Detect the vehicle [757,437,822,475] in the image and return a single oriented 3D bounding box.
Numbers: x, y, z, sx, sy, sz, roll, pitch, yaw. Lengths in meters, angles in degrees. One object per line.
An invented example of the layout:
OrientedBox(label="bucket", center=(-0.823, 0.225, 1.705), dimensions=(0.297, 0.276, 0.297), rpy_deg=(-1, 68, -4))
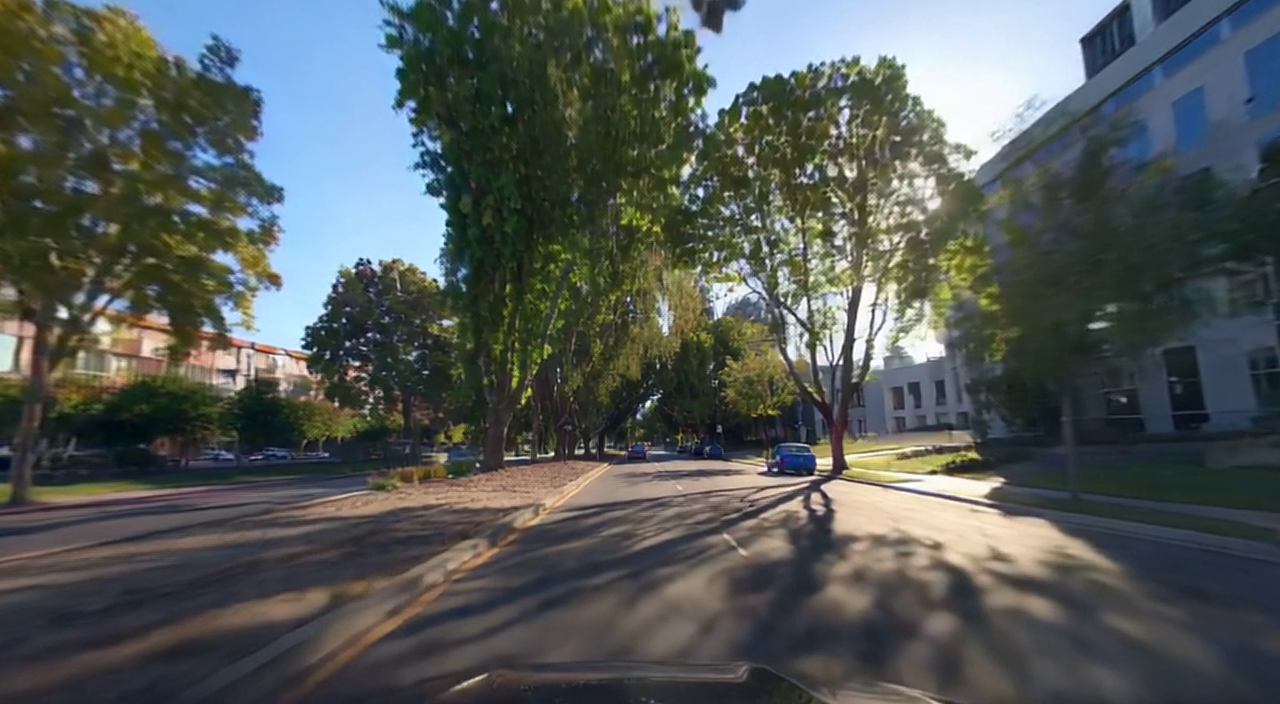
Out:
OrientedBox(label="vehicle", center=(7.842, 5.506, 33.608), dimensions=(2.167, 1.848, 4.713), rpy_deg=(0, -9, -2))
